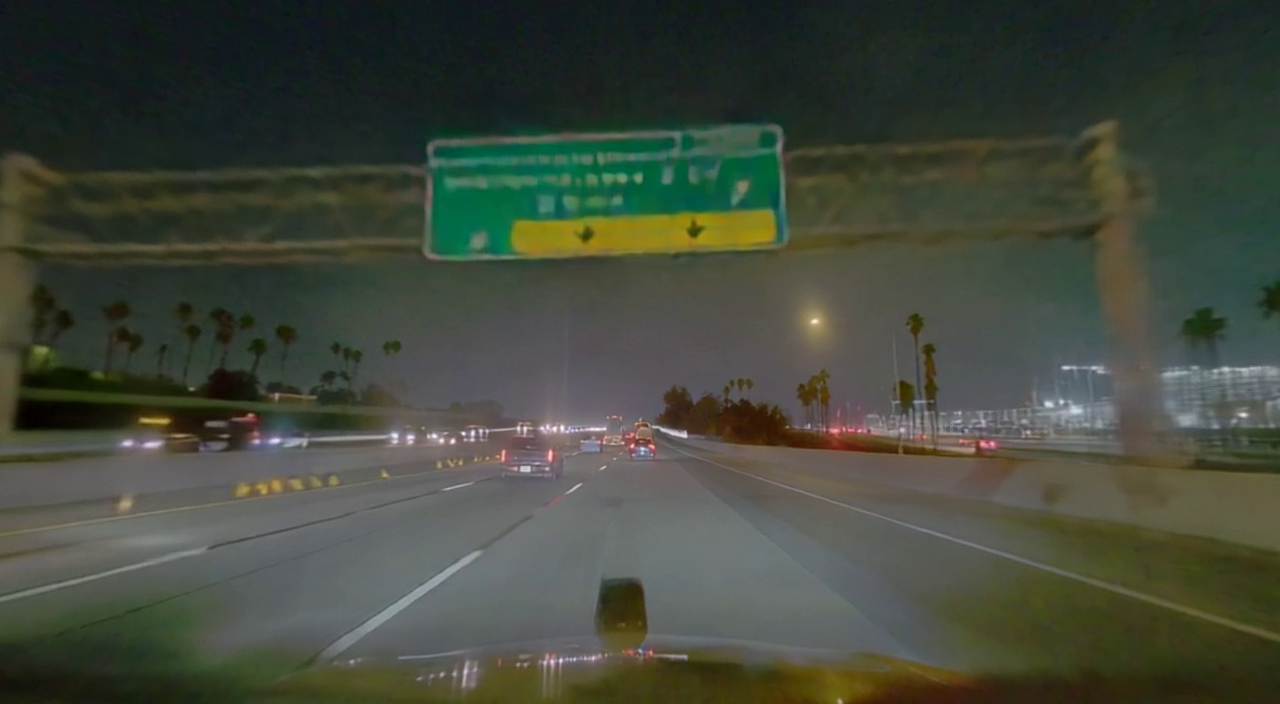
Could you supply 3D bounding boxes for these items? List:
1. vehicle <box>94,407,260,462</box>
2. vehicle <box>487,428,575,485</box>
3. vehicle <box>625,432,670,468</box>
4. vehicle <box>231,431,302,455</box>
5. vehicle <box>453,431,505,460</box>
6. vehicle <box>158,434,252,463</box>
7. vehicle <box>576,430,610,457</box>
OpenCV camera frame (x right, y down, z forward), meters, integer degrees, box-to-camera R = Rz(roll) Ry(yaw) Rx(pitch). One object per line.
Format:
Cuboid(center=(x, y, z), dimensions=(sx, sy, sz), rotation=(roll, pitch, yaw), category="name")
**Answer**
Cuboid(center=(-28.825, 5.304, 40.090), dimensions=(2.994, 3.011, 9.506), rotation=(-1, -8, 3), category="vehicle")
Cuboid(center=(-3.557, 3.516, 21.535), dimensions=(2.108, 1.740, 4.549), rotation=(0, -8, 1), category="vehicle")
Cuboid(center=(0.352, 4.957, 31.921), dimensions=(2.136, 1.678, 4.052), rotation=(0, -8, 0), category="vehicle")
Cuboid(center=(-28.353, 6.929, 48.071), dimensions=(2.126, 1.730, 4.934), rotation=(-1, -8, 4), category="vehicle")
Cuboid(center=(-10.698, 6.259, 42.250), dimensions=(2.104, 1.818, 4.721), rotation=(0, -8, 2), category="vehicle")
Cuboid(center=(-24.248, 5.384, 35.377), dimensions=(2.036, 1.490, 4.375), rotation=(-1, -8, 2), category="vehicle")
Cuboid(center=(-3.543, 7.081, 48.734), dimensions=(2.203, 1.958, 4.848), rotation=(0, -8, 1), category="vehicle")
